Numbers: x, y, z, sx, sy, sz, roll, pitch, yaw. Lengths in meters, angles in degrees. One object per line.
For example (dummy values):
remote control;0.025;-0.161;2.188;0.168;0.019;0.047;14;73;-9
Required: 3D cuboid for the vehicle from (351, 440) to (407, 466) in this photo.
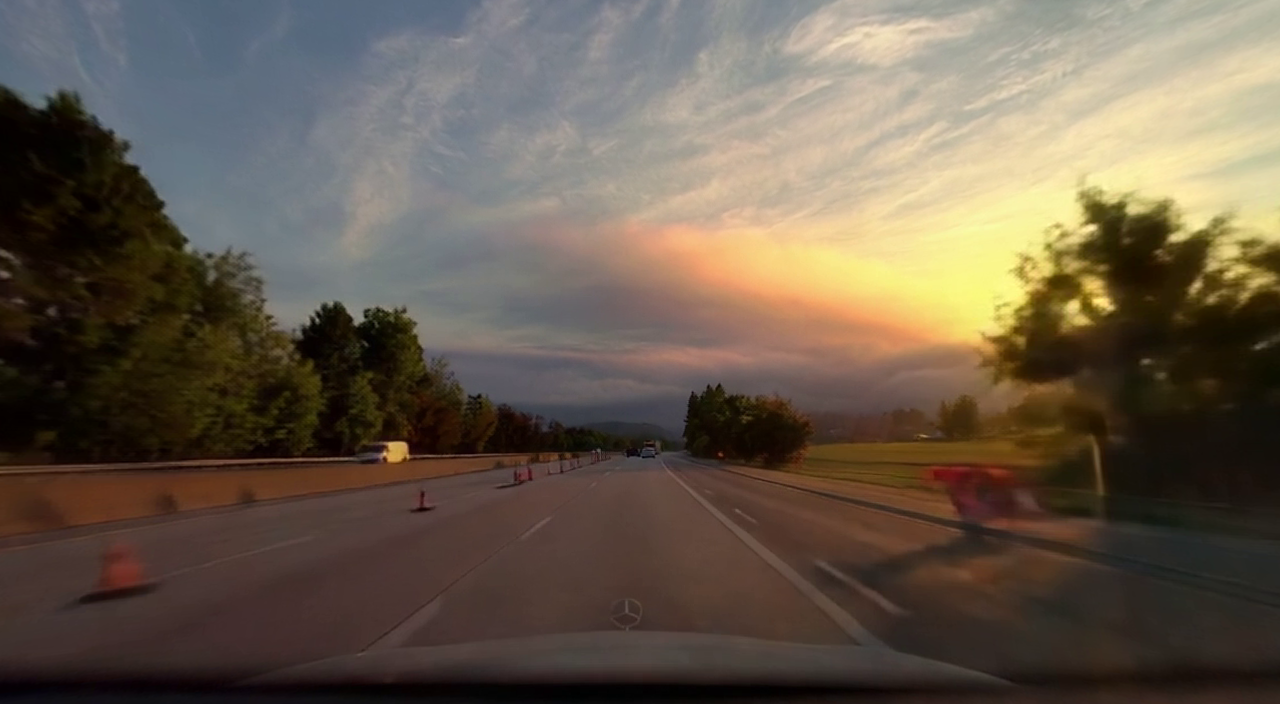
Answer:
vehicle;-20.354;7.937;49.449;2.098;1.880;5.117;0;-9;1
